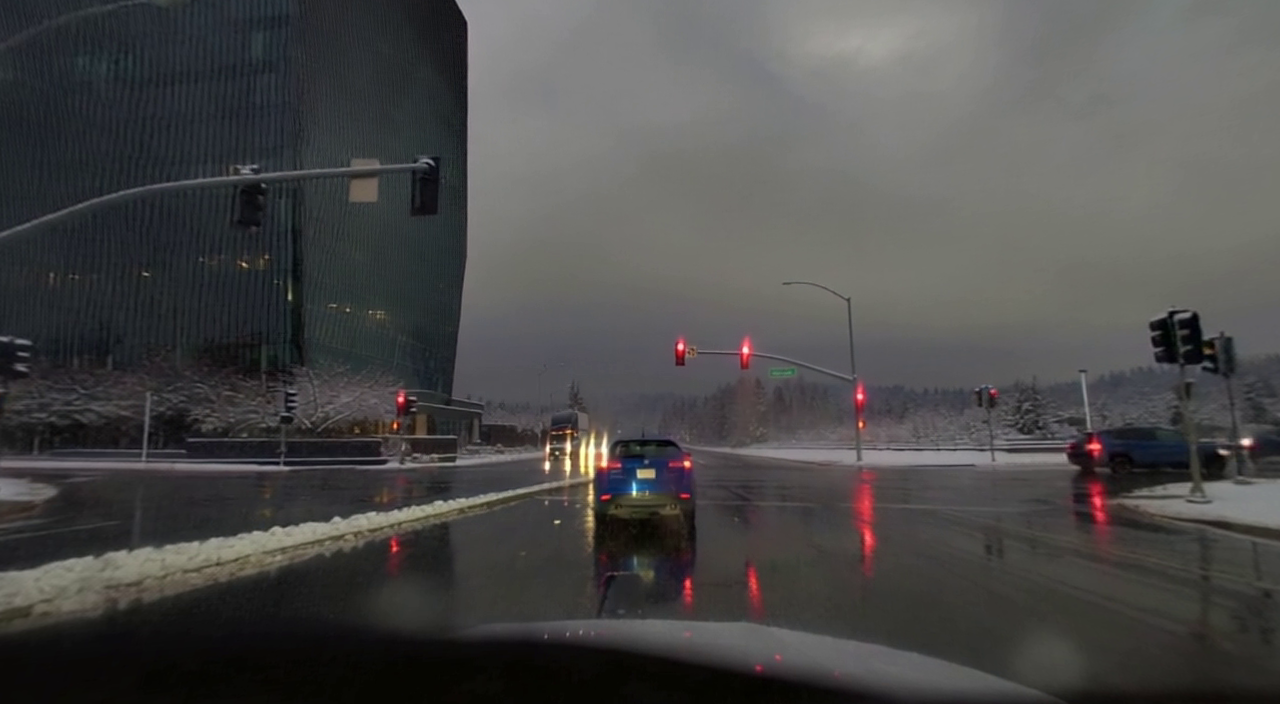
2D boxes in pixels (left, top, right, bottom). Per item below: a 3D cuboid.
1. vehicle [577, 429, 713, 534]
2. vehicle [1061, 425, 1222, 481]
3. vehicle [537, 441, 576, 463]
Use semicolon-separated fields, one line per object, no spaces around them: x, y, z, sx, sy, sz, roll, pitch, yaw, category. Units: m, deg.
0.188;2.240;11.492;2.014;1.525;4.197;0;-9;3;vehicle
17.401;3.489;21.880;4.739;1.749;2.174;4;-9;-21;vehicle
-6.343;7.661;48.297;2.113;1.535;4.504;0;-9;3;vehicle
